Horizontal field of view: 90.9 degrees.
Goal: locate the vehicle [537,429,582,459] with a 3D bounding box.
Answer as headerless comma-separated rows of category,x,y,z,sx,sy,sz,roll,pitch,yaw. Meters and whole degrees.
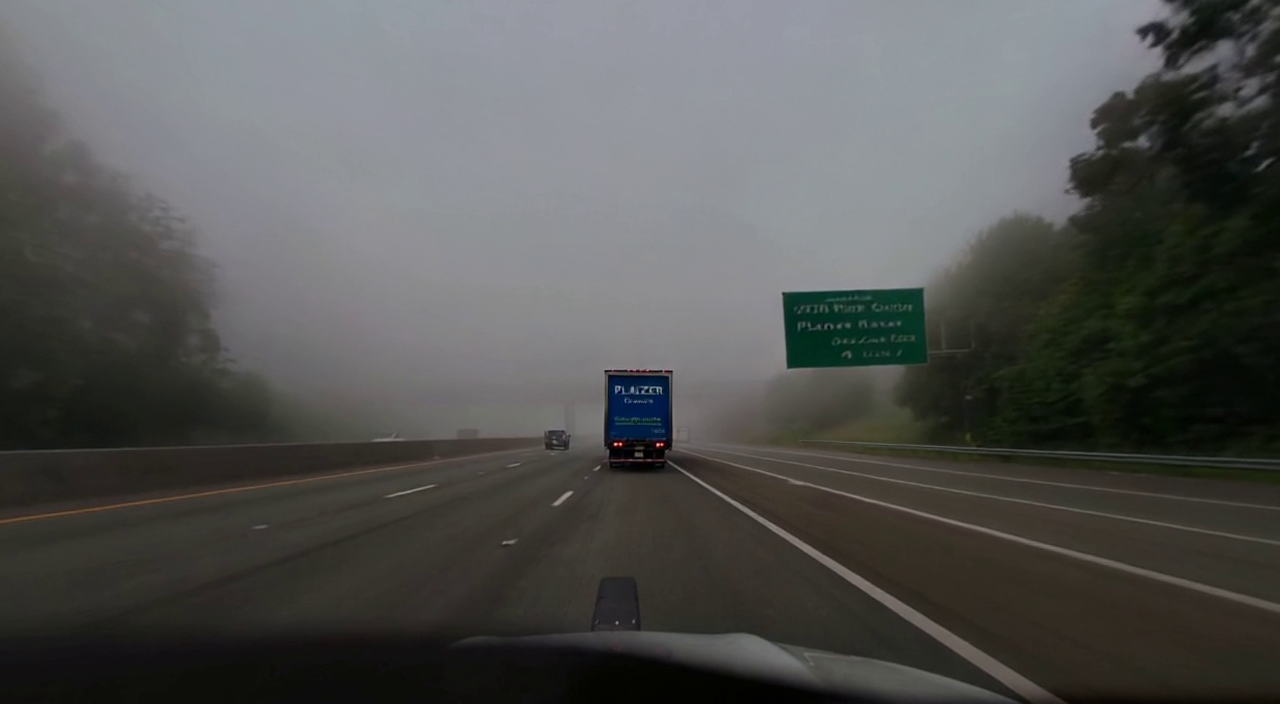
vehicle,-4.859,5.604,38.553,2.198,1.712,4.655,0,-8,-1

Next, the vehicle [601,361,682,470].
vehicle,-0.130,3.090,28.788,2.926,3.959,11.818,0,-8,-2
